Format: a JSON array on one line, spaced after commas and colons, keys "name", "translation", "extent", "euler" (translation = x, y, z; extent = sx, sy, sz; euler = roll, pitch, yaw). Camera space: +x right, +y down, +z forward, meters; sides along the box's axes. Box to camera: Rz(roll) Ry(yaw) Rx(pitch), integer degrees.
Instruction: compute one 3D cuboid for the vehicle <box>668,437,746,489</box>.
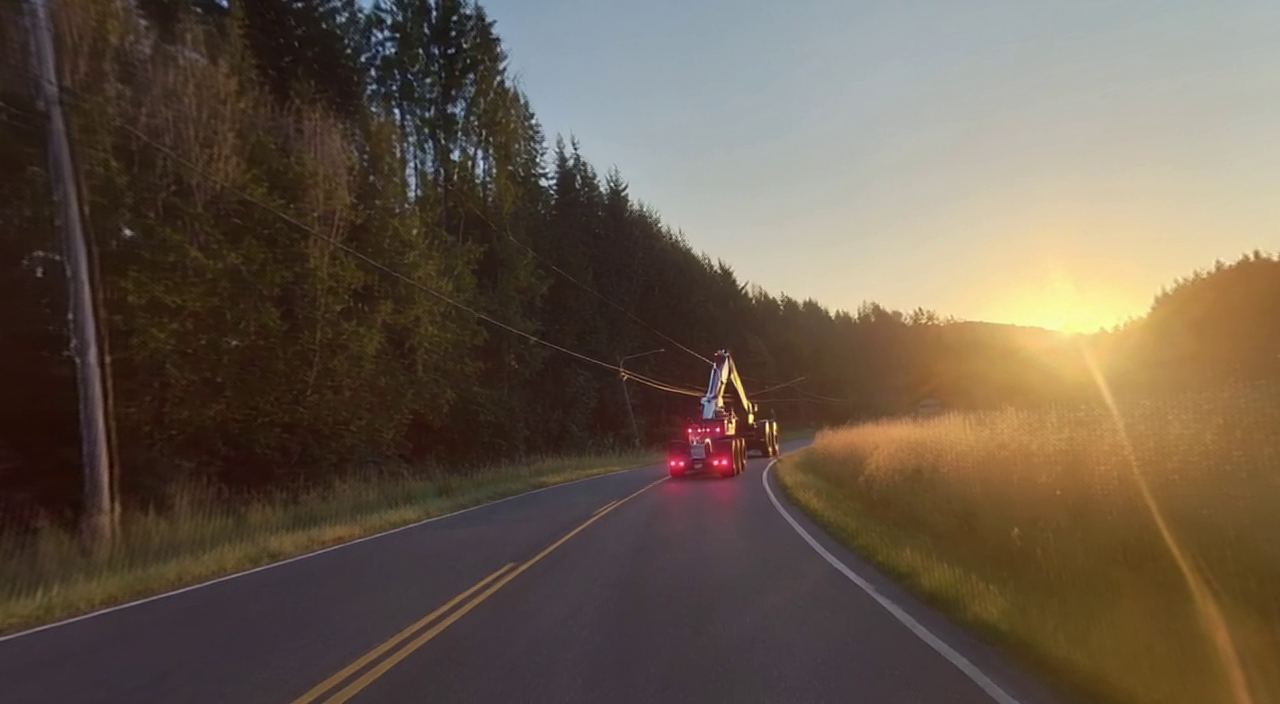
[{"name": "vehicle", "translation": [2.161, 3.497, 20.161], "extent": [2.196, 1.465, 4.294], "euler": [-1, -8, 7]}]
